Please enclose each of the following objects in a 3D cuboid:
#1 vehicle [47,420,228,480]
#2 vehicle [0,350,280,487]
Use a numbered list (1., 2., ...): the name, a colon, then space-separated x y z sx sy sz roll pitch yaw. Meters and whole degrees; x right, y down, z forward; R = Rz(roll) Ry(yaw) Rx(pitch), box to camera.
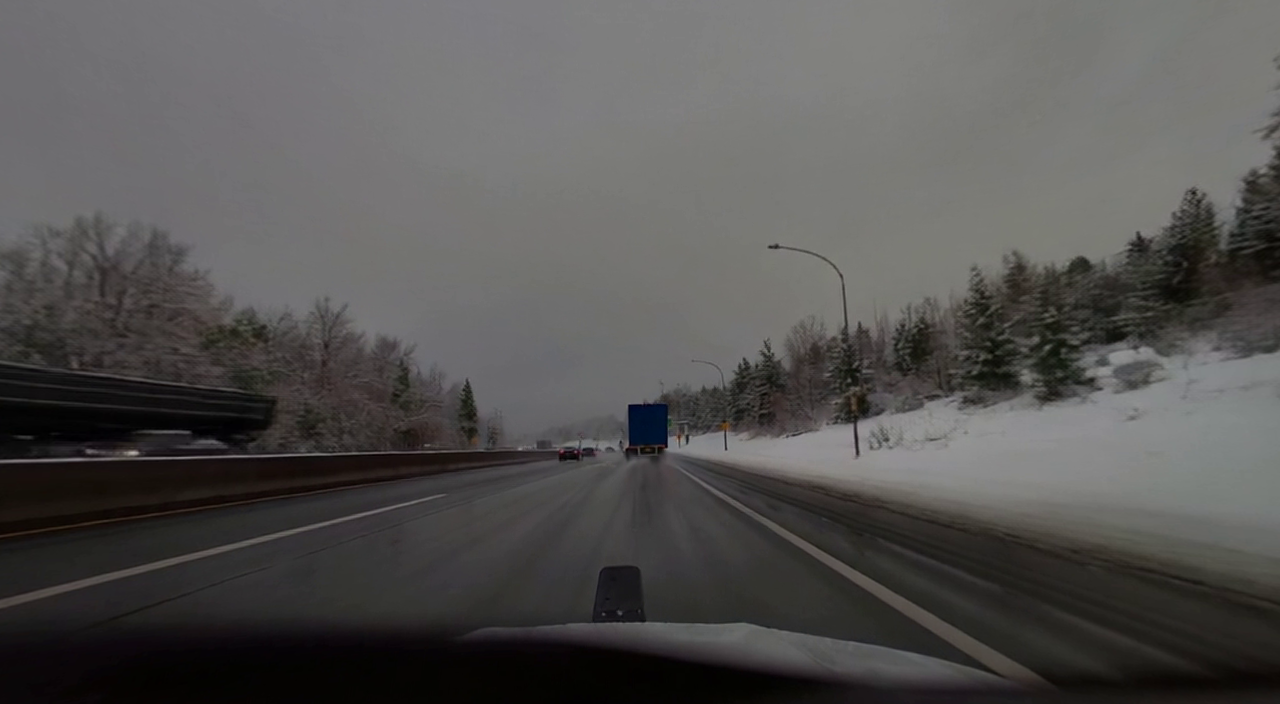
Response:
1. vehicle: -16.281 3.229 20.830 2.006 1.734 4.746 0 -9 0
2. vehicle: -20.861 3.008 25.724 2.952 4.104 15.731 0 -9 0
